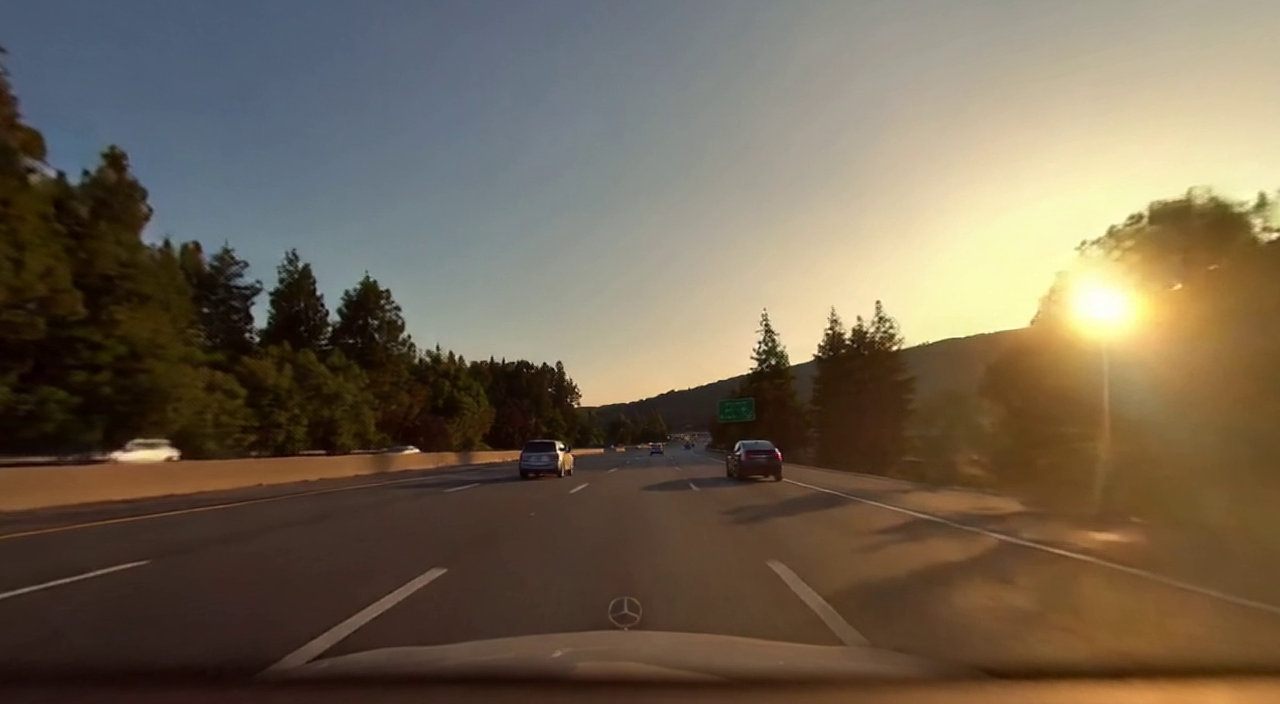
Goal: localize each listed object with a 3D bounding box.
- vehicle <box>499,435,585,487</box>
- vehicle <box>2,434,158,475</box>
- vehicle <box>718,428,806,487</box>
[{"bbox_3d":[-3.244,3.703,21.698,2.166,1.608,4.297,0,-8,2],"label":"vehicle"},{"bbox_3d":[-24.468,4.509,27.790,1.959,1.618,5.251,0,-8,2],"label":"vehicle"},{"bbox_3d":[4.090,3.627,21.853,2.149,1.796,4.487,0,-8,0],"label":"vehicle"}]
